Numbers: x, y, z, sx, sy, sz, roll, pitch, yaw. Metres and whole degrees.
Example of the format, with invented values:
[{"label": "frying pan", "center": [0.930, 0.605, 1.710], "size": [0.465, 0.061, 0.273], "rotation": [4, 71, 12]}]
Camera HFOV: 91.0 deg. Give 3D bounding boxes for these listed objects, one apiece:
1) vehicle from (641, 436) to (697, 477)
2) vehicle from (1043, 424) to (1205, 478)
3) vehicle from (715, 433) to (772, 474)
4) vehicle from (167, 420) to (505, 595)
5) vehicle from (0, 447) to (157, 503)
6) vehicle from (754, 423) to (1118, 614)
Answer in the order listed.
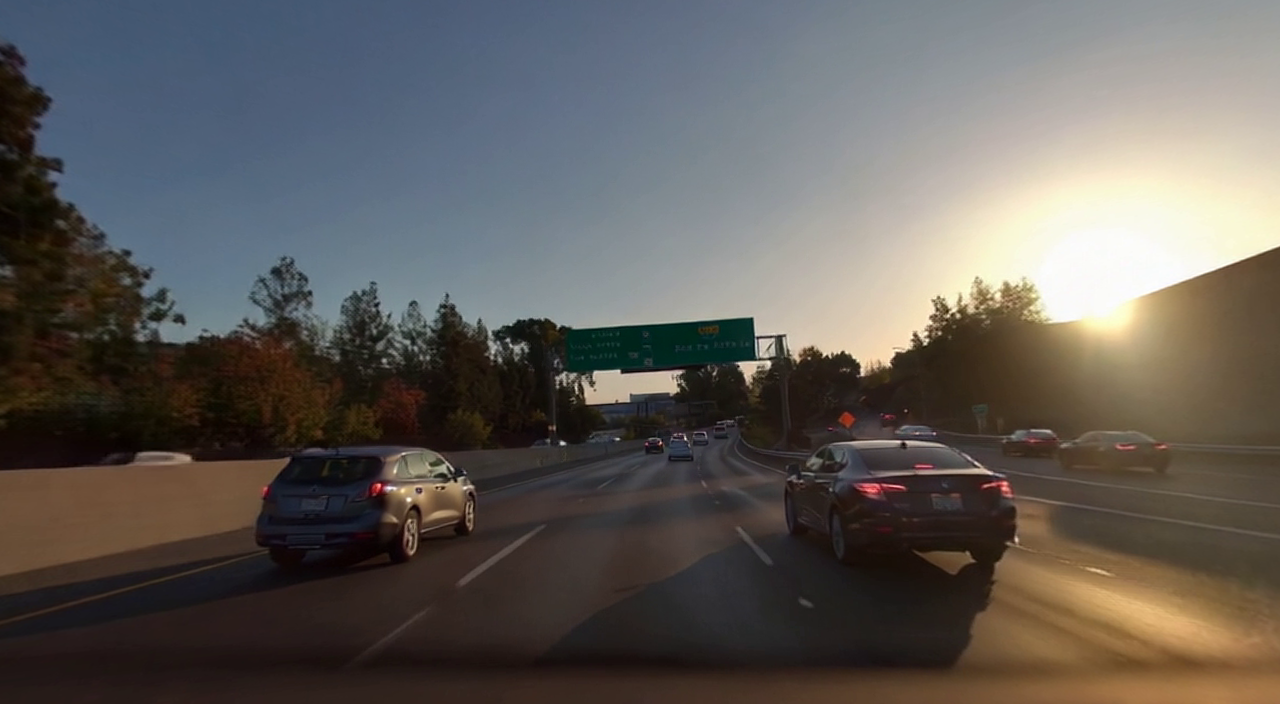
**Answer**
[{"label": "vehicle", "center": [1.263, 4.410, 26.762], "size": [2.201, 1.614, 3.803], "rotation": [-1, -9, 4]}, {"label": "vehicle", "center": [15.693, 3.269, 20.821], "size": [1.976, 1.548, 4.687], "rotation": [-1, -9, 6]}, {"label": "vehicle", "center": [4.587, 4.573, 28.527], "size": [2.076, 1.684, 4.241], "rotation": [-1, -9, 4]}, {"label": "vehicle", "center": [-3.241, 1.754, 7.993], "size": [1.937, 1.558, 4.469], "rotation": [0, -9, 2]}, {"label": "vehicle", "center": [-18.766, 3.927, 20.595], "size": [2.046, 1.601, 4.578], "rotation": [-1, -9, 4]}, {"label": "vehicle", "center": [2.737, 1.664, 7.288], "size": [2.009, 1.489, 4.559], "rotation": [0, -9, 0]}]
